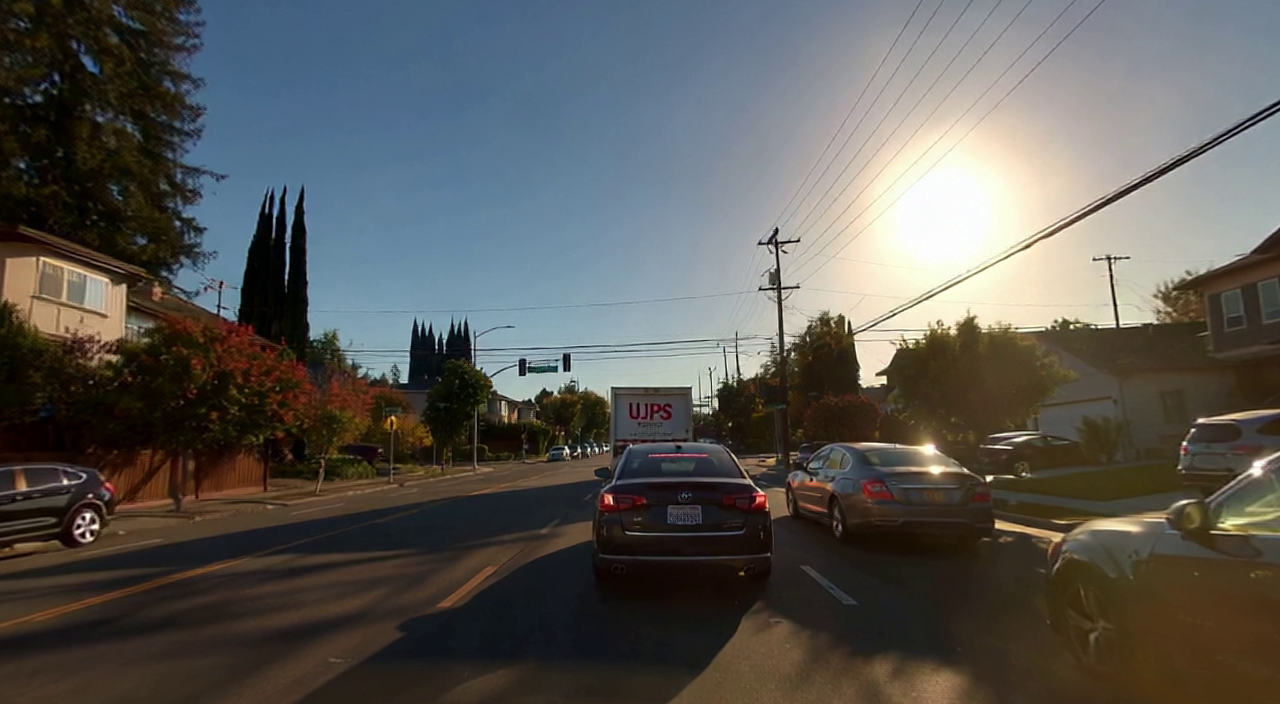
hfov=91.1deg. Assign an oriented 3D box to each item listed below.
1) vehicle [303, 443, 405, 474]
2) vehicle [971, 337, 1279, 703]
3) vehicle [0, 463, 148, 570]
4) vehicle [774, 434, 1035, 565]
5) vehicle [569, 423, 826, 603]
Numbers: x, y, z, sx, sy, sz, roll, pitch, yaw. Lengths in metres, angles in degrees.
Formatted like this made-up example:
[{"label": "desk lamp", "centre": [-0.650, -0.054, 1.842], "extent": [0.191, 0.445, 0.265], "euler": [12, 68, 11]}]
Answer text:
[{"label": "vehicle", "centre": [-17.402, 6.492, 38.303], "extent": [5.274, 1.793, 1.921], "euler": [0, -9, 3]}, {"label": "vehicle", "centre": [3.320, 0.770, 1.930], "extent": [2.069, 1.722, 4.888], "euler": [0, -9, 2]}, {"label": "vehicle", "centre": [-10.342, 2.494, 9.491], "extent": [1.925, 1.482, 4.753], "euler": [0, -8, 0]}, {"label": "vehicle", "centre": [3.525, 2.035, 9.504], "extent": [1.993, 1.479, 4.487], "euler": [0, -8, 0]}, {"label": "vehicle", "centre": [0.484, 1.687, 7.543], "extent": [2.158, 1.499, 4.377], "euler": [0, -8, 0]}]
